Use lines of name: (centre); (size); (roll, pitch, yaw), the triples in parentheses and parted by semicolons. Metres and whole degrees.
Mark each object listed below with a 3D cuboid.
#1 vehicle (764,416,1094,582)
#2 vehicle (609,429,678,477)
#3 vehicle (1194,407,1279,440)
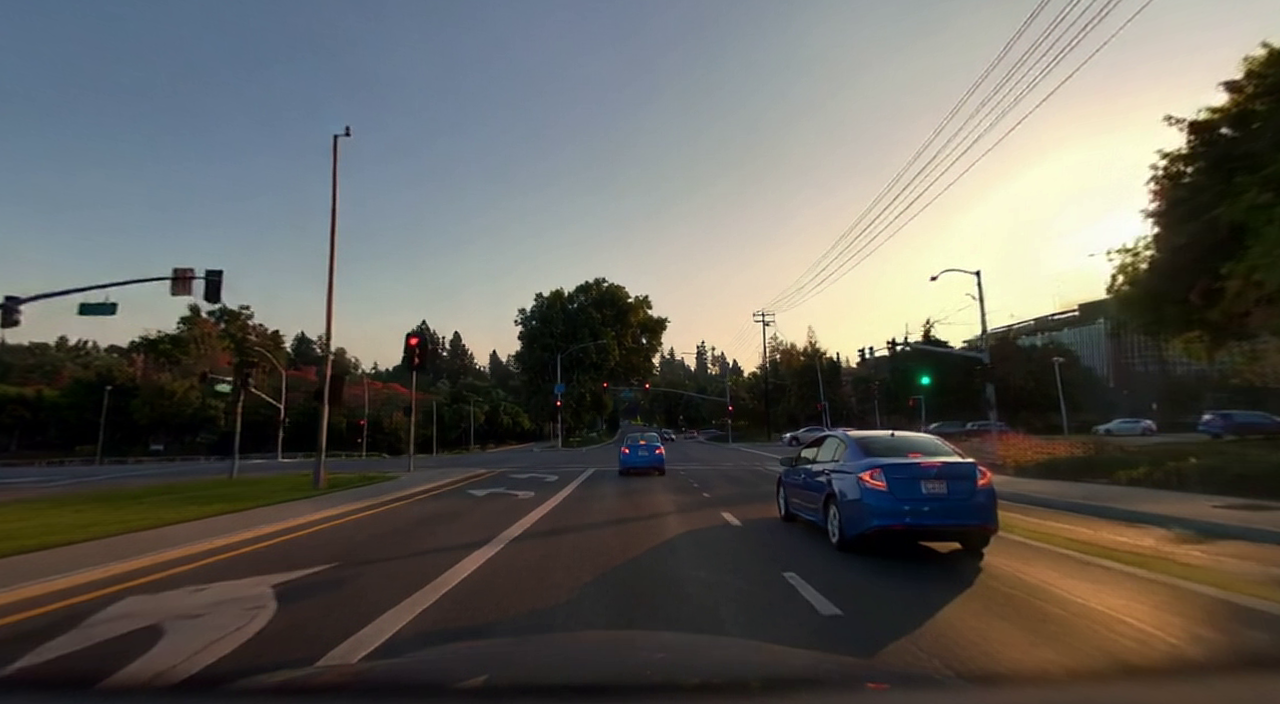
vehicle: (2.982, 1.619, 7.779); (2.004, 1.448, 4.263); (0, -8, -1)
vehicle: (0.121, 3.389, 21.297); (2.110, 1.466, 3.860); (0, -8, 0)
vehicle: (38.700, 4.527, 39.669); (5.668, 1.925, 2.384); (1, -8, -5)
